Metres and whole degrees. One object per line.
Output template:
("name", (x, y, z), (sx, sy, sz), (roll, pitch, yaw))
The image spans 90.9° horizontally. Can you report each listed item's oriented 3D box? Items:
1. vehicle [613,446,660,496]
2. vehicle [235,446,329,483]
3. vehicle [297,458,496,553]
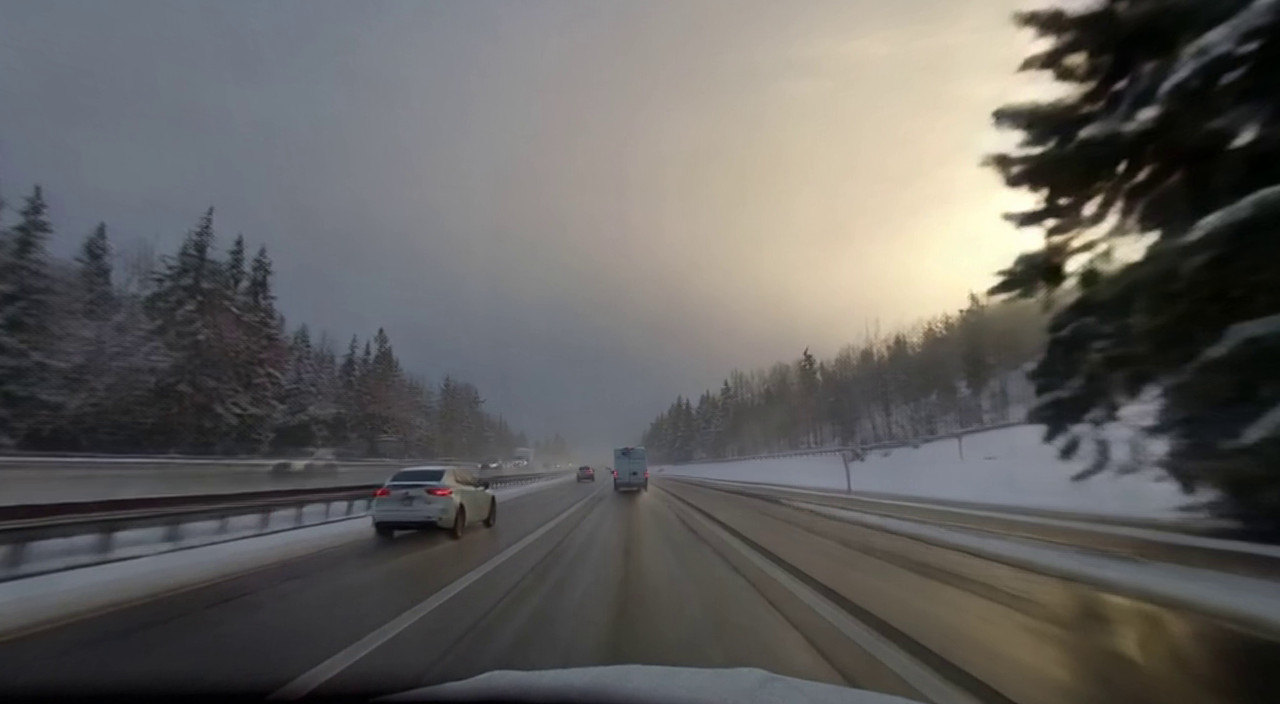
("vehicle", (-0.246, 6.818, 36.072), (2.482, 2.549, 5.447), (1, -11, -1))
("vehicle", (-17.453, 5.546, 30.995), (1.905, 1.621, 4.629), (1, -11, -1))
("vehicle", (-4.480, 2.923, 12.564), (2.128, 1.491, 4.508), (1, -11, 0))
